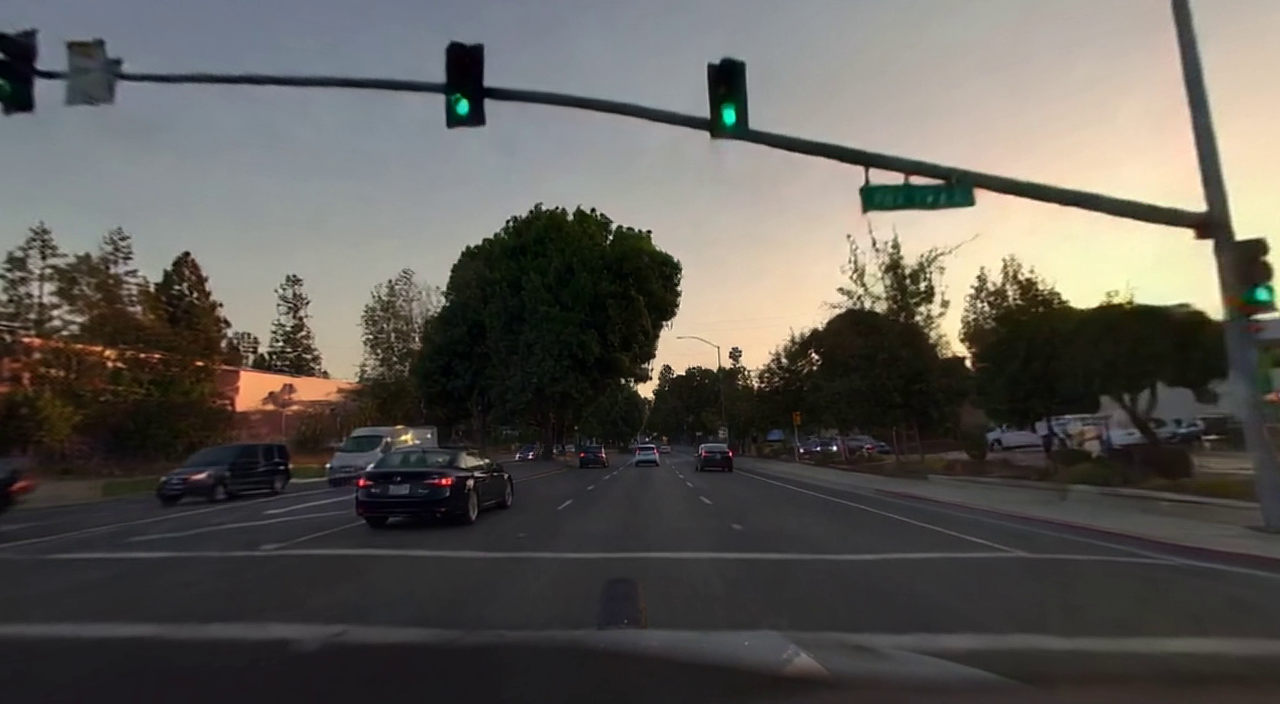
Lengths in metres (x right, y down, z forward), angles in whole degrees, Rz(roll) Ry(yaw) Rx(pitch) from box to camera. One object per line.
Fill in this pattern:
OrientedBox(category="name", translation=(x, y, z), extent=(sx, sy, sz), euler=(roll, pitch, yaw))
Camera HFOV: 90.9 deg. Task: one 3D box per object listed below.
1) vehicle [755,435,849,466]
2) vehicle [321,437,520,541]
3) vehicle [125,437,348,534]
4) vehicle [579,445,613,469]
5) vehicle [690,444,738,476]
OrientedBox(category="vehicle", translation=(11.205, 6.880, 43.994), extent=(5.931, 1.872, 2.264), euler=(-3, -9, 4))
OrientedBox(category="vehicle", translation=(-3.580, 2.302, 11.307), extent=(1.803, 1.463, 4.422), euler=(-1, -8, 3))
OrientedBox(category="vehicle", translation=(-8.351, 2.734, 13.655), extent=(1.922, 1.660, 4.332), euler=(-3, -8, 1))
OrientedBox(category="vehicle", translation=(-2.852, 6.900, 41.715), extent=(1.841, 1.474, 4.038), euler=(0, -8, 2))
OrientedBox(category="vehicle", translation=(3.588, 5.319, 31.315), extent=(1.883, 1.465, 3.975), euler=(0, -8, 0))
